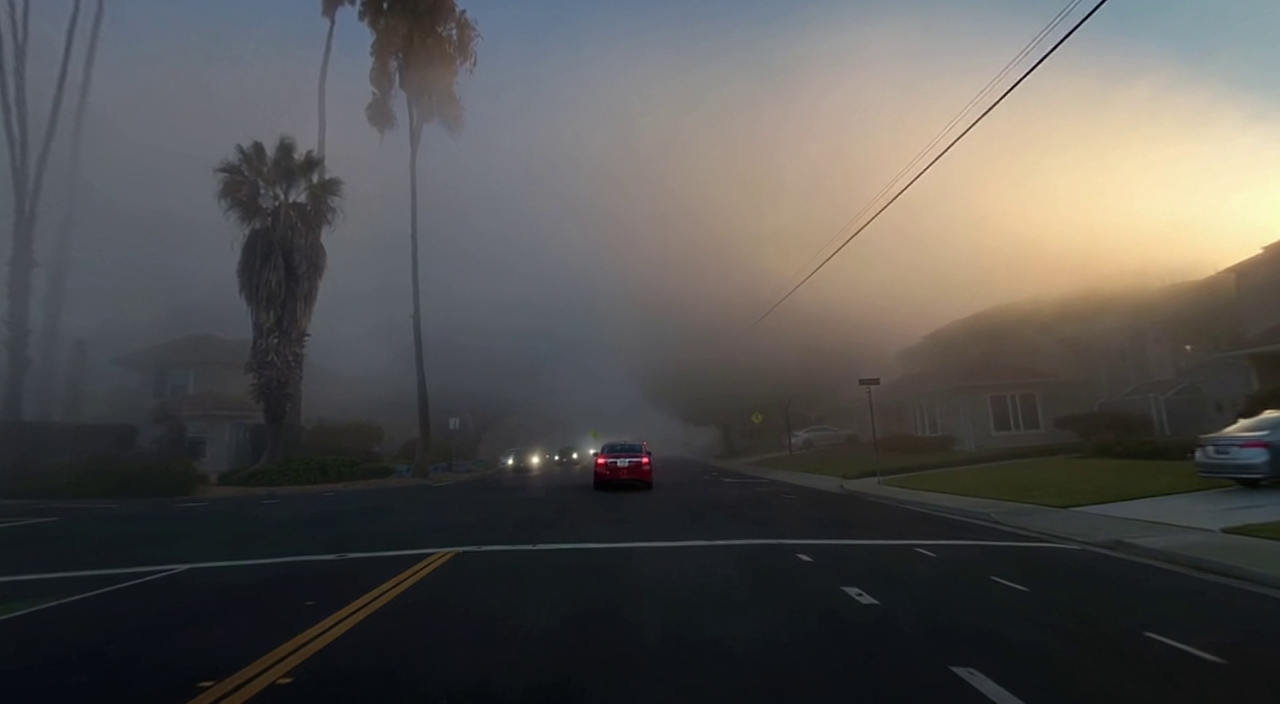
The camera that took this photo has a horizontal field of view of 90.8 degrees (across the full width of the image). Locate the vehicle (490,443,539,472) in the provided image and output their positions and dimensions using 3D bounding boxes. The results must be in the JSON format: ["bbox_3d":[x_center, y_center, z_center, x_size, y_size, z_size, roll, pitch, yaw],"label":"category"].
[{"bbox_3d":[-7.905,6.684,40.263,2.069,1.441,4.368,-3,-7,2],"label":"vehicle"}]

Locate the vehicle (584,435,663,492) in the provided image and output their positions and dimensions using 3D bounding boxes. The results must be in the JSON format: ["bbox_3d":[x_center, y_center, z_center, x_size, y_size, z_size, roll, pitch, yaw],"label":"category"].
[{"bbox_3d":[-0.473,3.279,18.912,2.098,1.483,4.099,0,-9,-1],"label":"vehicle"}]
